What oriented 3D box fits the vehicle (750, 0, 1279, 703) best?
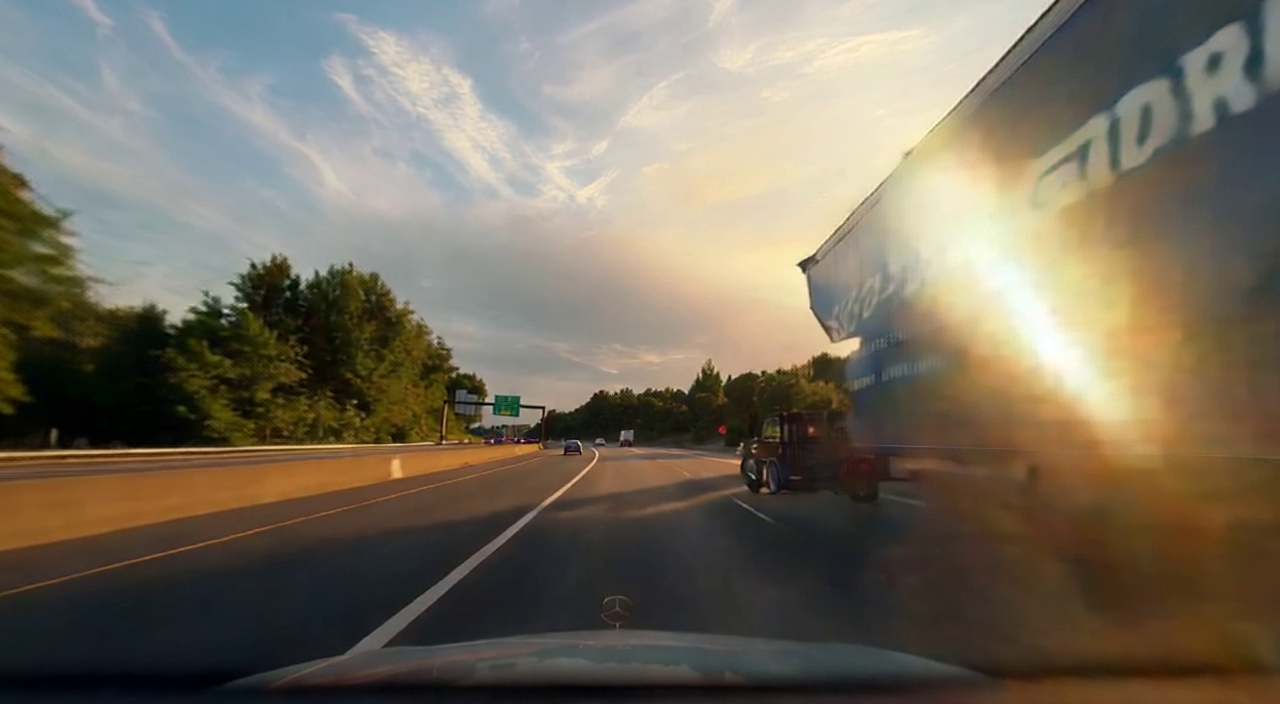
[{"bbox_3d":[3.960,0.187,6.440,2.910,4.051,14.278,0,-8,-1],"label":"vehicle"}]
